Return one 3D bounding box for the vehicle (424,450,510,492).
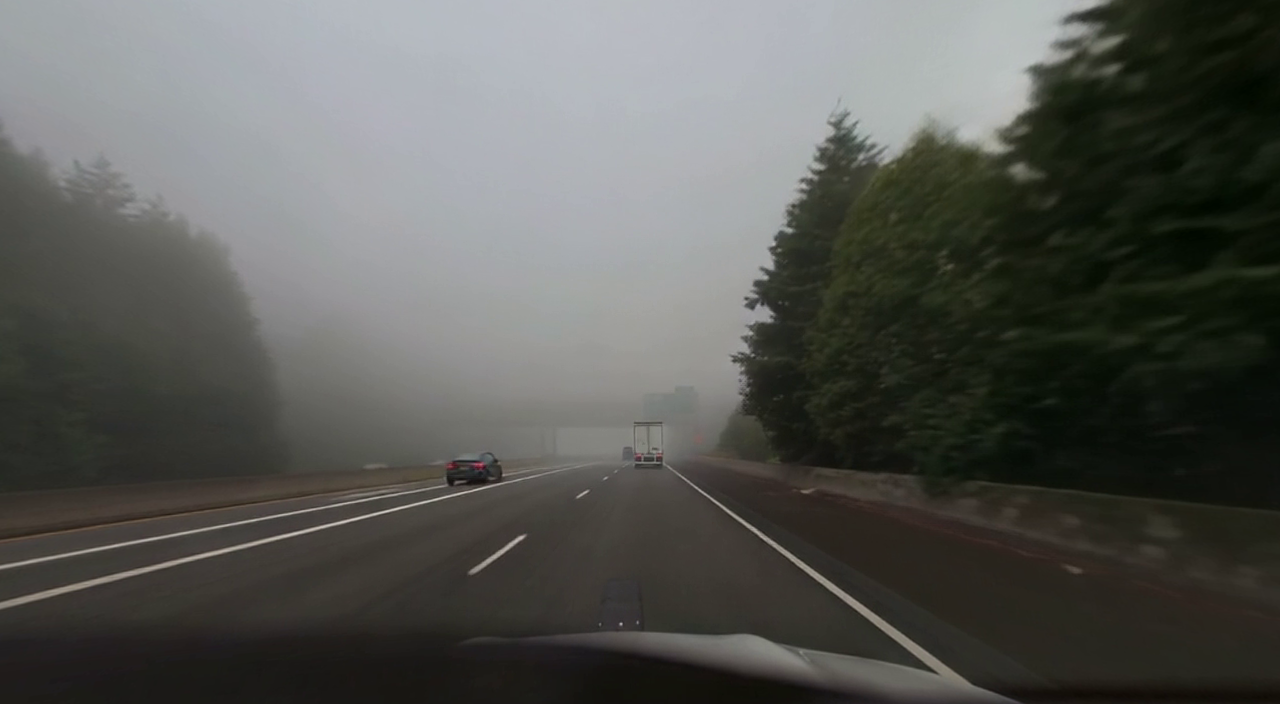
[{"bbox_3d":[-6.753,4.674,25.188,1.953,1.452,4.711,-1,-9,2],"label":"vehicle"}]

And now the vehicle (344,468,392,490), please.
[{"bbox_3d":[-19.533,9.099,45.473,1.642,1.362,4.039,0,-9,1],"label":"vehicle"}]
